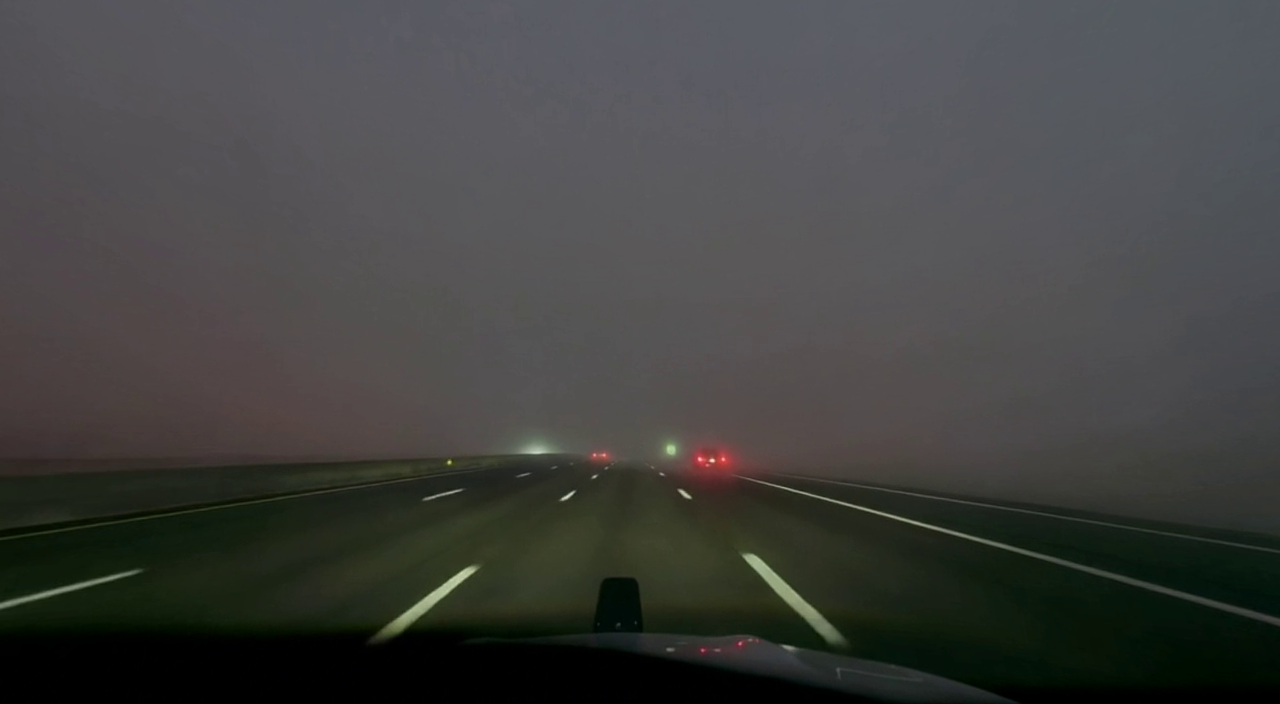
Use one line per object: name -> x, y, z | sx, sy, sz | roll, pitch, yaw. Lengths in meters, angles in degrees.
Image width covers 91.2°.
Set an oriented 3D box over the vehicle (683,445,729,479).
vehicle -> 3.261, 5.565, 31.918 | 1.895, 1.555, 4.030 | 0, -9, 0
